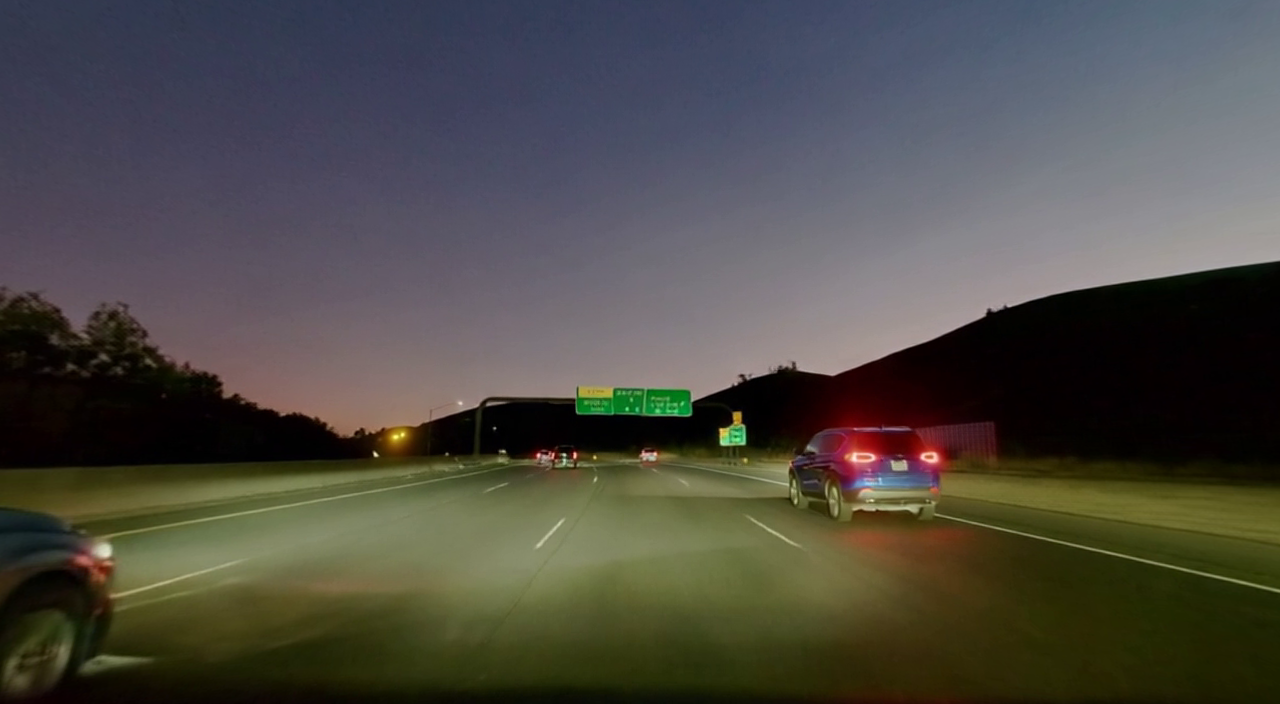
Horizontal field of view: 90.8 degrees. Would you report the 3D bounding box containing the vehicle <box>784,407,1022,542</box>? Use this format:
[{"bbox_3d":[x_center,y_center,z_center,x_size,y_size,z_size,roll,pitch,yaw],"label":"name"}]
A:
[{"bbox_3d":[4.318,2.121,11.495,2.103,1.903,4.837,0,-9,-2],"label":"vehicle"}]

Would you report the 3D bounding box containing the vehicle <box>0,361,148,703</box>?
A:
[{"bbox_3d":[-3.998,0.702,1.310,2.213,1.766,4.598,0,-9,0],"label":"vehicle"}]

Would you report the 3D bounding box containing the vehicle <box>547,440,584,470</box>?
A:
[{"bbox_3d":[-5.724,8.001,49.173,2.537,2.121,5.251,0,-9,-4],"label":"vehicle"}]
